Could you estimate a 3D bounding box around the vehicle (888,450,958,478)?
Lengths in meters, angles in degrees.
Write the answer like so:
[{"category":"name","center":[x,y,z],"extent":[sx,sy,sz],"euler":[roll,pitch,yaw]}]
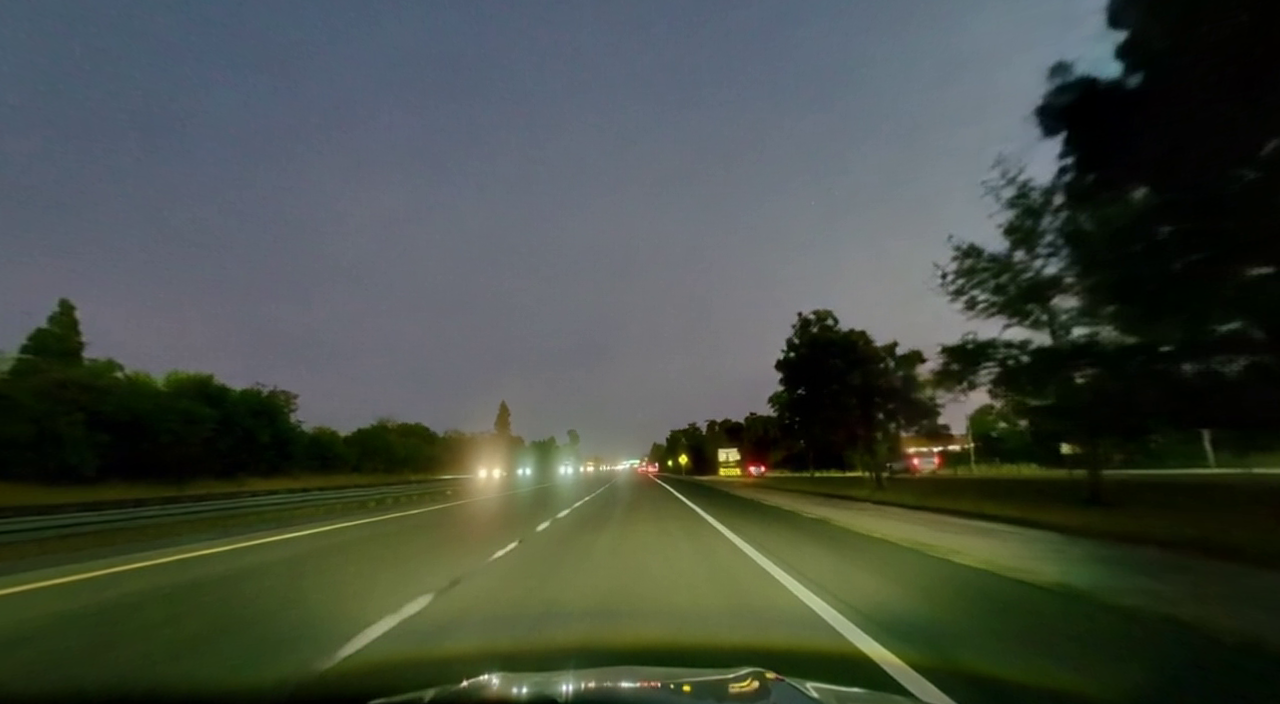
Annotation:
[{"category":"vehicle","center":[16.489,6.588,36.944],"extent":[1.973,1.540,3.978],"euler":[2,-10,-4]}]
